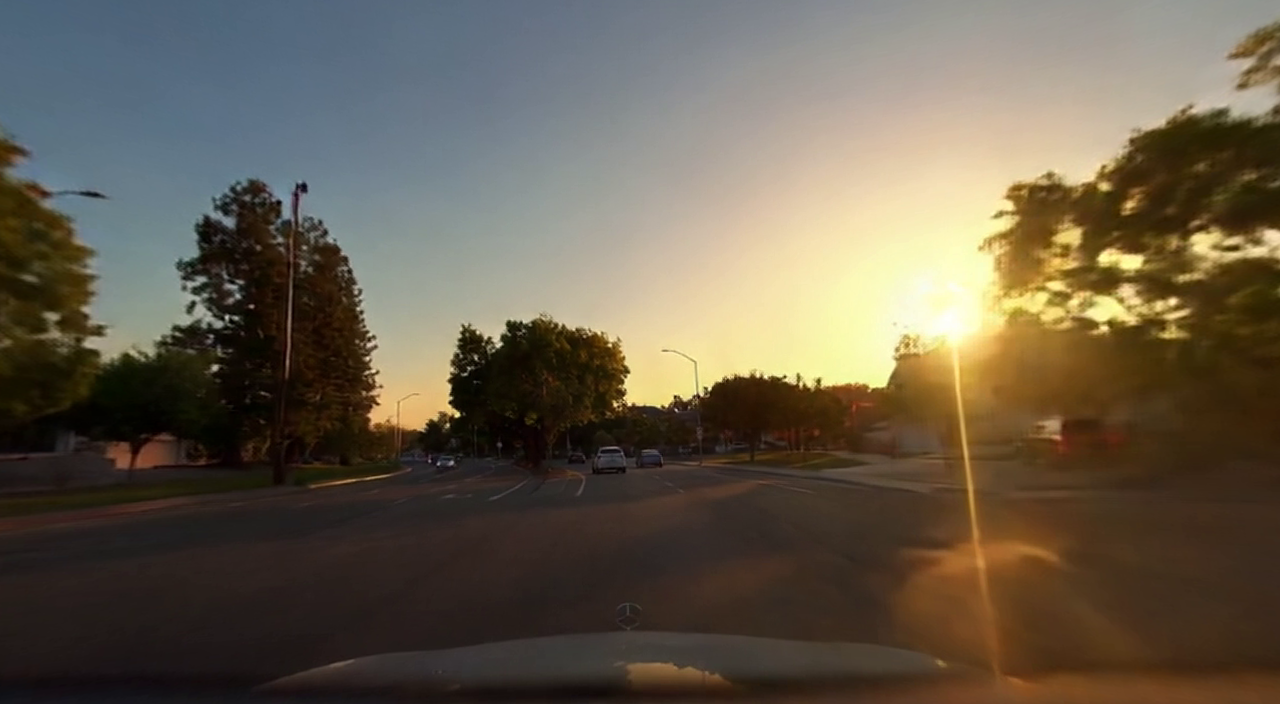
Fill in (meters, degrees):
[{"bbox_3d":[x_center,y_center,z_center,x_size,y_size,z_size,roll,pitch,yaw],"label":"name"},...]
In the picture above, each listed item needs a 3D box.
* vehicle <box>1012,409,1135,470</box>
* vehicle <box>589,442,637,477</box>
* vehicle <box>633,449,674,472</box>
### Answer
[{"bbox_3d":[15.207,3.160,22.437,2.666,1.892,5.391,-4,-10,25],"label":"vehicle"},{"bbox_3d":[-1.586,5.972,35.065,2.165,1.783,4.391,1,-9,-9],"label":"vehicle"},{"bbox_3d":[0.878,7.695,44.898,1.915,1.495,4.880,2,-9,-11],"label":"vehicle"}]
